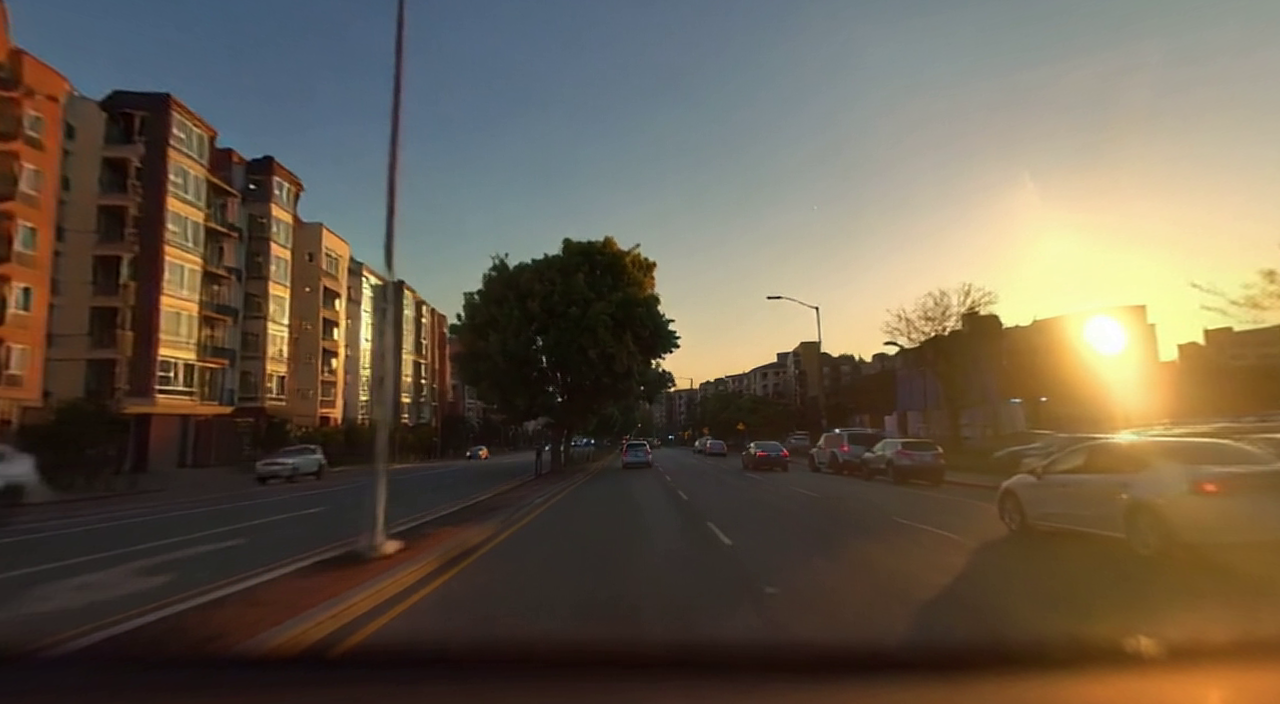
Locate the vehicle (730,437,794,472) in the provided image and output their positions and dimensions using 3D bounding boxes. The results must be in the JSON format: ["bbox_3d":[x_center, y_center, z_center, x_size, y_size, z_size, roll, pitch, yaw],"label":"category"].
[{"bbox_3d":[5.763,4.885,30.273,2.154,1.554,4.149,0,-8,-2],"label":"vehicle"}]

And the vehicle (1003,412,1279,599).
[{"bbox_3d":[6.495,1.544,6.968,2.121,1.557,4.898,0,-8,1],"label":"vehicle"}]

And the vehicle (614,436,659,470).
[{"bbox_3d":[-0.168,5.034,31.459,2.106,1.553,3.964,0,-8,0],"label":"vehicle"}]

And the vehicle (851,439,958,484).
[{"bbox_3d":[9.968,4.145,24.156,2.089,1.508,4.323,-1,-8,-2],"label":"vehicle"}]

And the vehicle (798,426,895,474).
[{"bbox_3d":[10.110,4.907,31.666,2.441,2.150,6.729,1,-8,-2],"label":"vehicle"}]

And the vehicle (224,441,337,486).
[{"bbox_3d":[-15.435,4.787,27.404,2.216,1.797,4.487,0,-8,0],"label":"vehicle"}]
